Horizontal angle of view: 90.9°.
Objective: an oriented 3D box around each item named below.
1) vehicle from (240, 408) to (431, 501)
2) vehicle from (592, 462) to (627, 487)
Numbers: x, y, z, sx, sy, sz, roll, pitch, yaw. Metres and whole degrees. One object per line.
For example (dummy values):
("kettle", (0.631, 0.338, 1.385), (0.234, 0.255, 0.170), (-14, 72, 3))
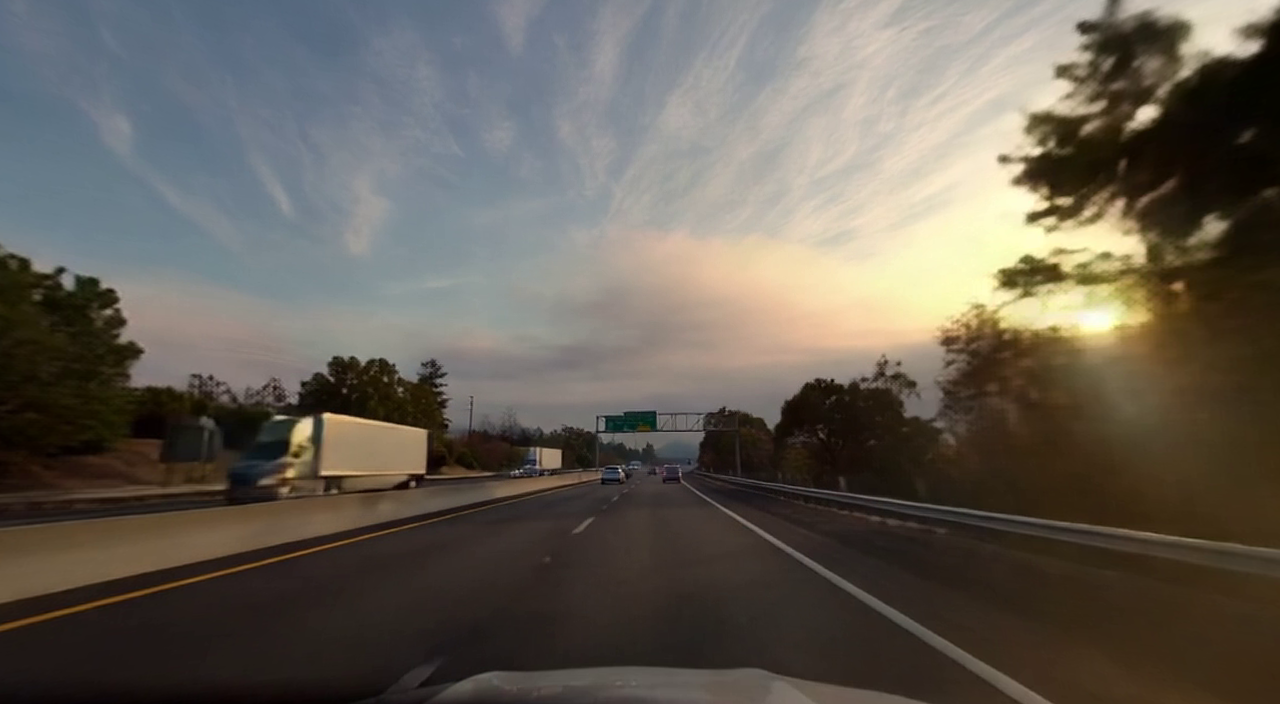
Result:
("vehicle", (-15.651, 5.773, 34.626), (2.881, 4.002, 14.159), (1, -11, 2))
("vehicle", (-2.152, 8.939, 46.047), (2.160, 1.721, 4.368), (0, -11, 3))
